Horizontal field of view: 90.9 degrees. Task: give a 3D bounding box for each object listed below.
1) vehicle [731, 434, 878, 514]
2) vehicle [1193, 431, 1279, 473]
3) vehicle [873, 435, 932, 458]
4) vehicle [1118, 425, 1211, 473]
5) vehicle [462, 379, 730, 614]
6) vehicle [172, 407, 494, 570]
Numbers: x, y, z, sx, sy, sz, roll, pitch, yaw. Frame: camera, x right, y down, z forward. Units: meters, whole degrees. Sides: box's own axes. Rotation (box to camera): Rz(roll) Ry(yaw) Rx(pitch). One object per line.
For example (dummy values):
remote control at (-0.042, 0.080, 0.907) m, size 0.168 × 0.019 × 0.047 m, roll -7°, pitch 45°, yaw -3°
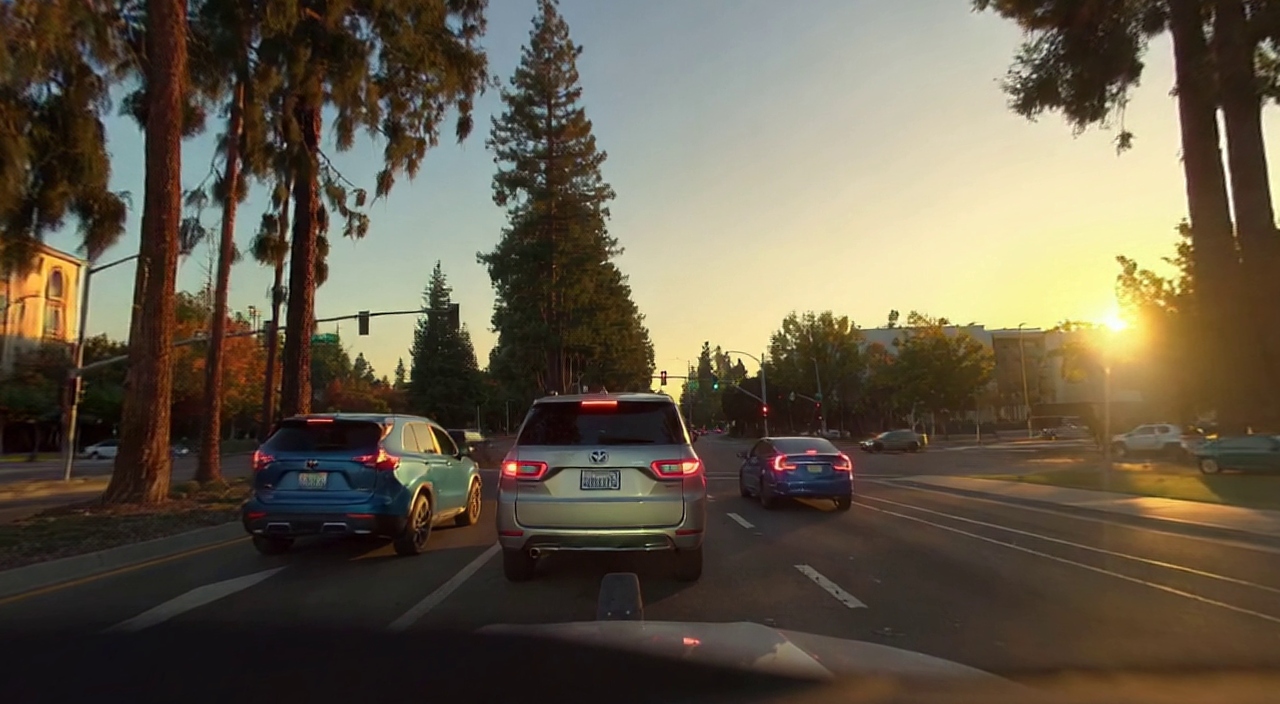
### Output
vehicle at (3.405, 2.613, 14.030) m, size 2.121 × 1.494 × 4.208 m, roll 0°, pitch -8°, yaw 0°
vehicle at (23.748, 3.694, 23.466) m, size 2.130 × 1.483 × 4.793 m, roll -1°, pitch -8°, yaw 4°
vehicle at (19.990, 7.198, 47.924) m, size 4.361 × 1.653 × 2.034 m, roll 6°, pitch -10°, yaw -35°
vehicle at (19.209, 3.535, 23.016) m, size 4.215 × 1.578 × 1.892 m, roll 8°, pitch -11°, yaw -42°
vehicle at (-0.343, 1.434, 7.109) m, size 2.064 × 1.817 × 4.298 m, roll 0°, pitch -8°, yaw 0°
vehicle at (-3.720, 1.747, 8.867) m, size 2.160 × 1.666 × 4.583 m, roll 0°, pitch -8°, yaw 1°
